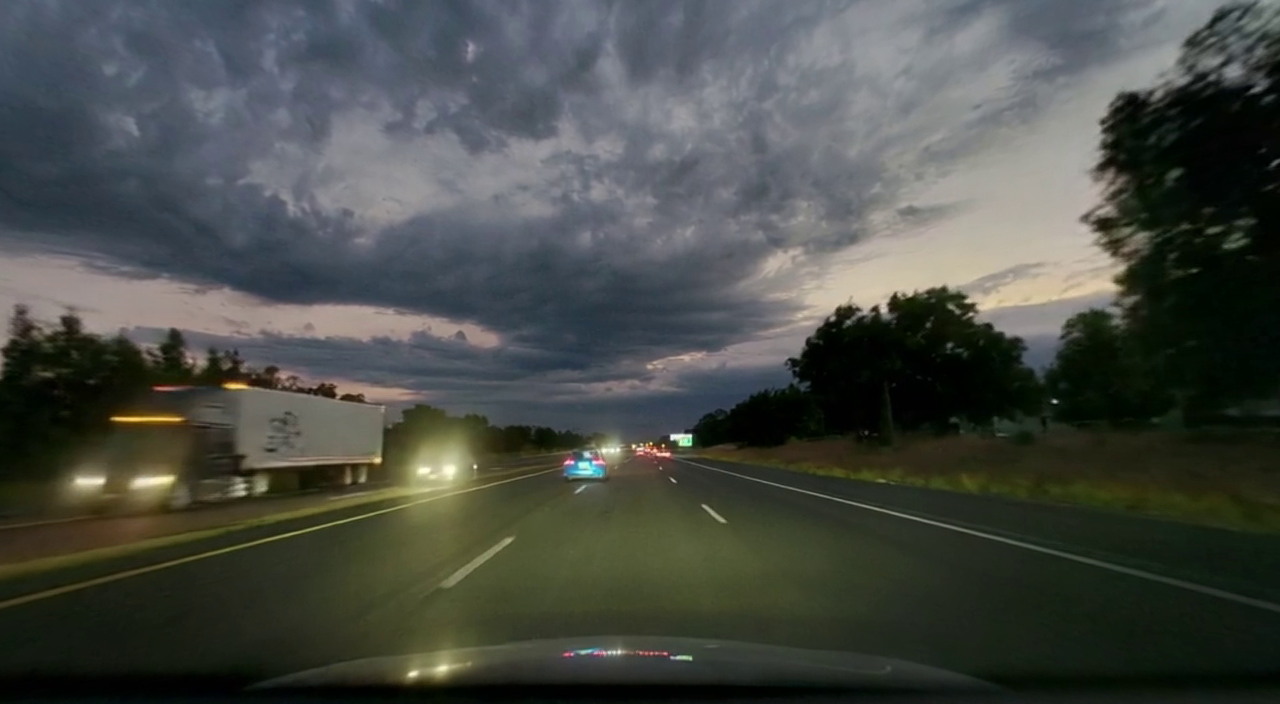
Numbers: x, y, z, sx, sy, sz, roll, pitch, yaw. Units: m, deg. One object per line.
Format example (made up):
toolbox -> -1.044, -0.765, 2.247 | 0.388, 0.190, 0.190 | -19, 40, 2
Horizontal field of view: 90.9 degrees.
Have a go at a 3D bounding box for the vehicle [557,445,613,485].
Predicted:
vehicle -> -2.213, 4.707, 26.506 | 1.916, 1.494, 4.335 | 0, -9, 0

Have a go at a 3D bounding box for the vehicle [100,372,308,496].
vehicle -> -16.250, 3.235, 24.333 | 3.139, 4.120, 6.607 | 0, -9, 0

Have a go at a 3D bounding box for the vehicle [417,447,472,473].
vehicle -> -12.041, 6.673, 39.177 | 1.919, 1.484, 4.645 | 0, -9, 0
